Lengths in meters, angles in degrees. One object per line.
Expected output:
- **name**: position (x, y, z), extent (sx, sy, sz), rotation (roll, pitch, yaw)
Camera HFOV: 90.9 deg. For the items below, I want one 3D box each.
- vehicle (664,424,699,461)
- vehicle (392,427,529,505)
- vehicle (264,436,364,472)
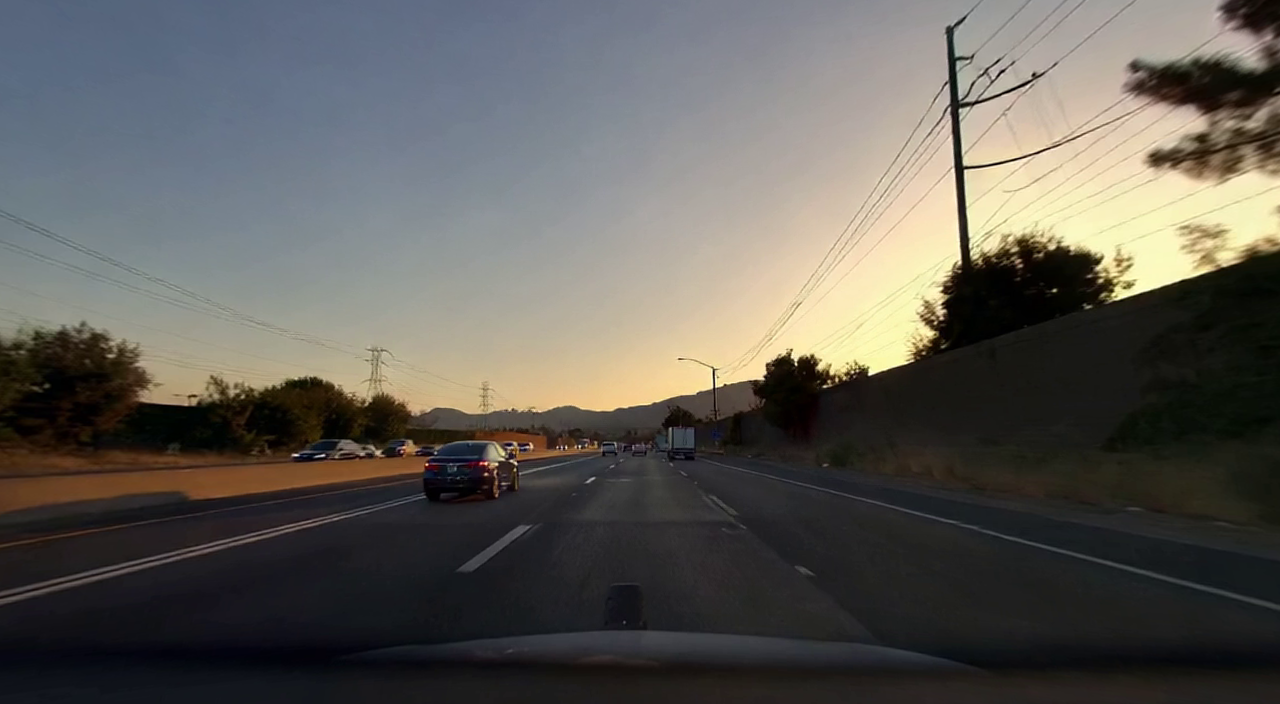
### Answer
- **vehicle**: position (3.155, 7.097, 49.197), extent (2.352, 2.698, 5.688), rotation (0, -8, 0)
- **vehicle**: position (-4.204, 2.751, 15.642), extent (2.064, 1.642, 4.389), rotation (0, -8, 1)
- **vehicle**: position (-15.701, 4.942, 30.710), extent (2.226, 1.582, 4.795), rotation (0, -8, 1)
